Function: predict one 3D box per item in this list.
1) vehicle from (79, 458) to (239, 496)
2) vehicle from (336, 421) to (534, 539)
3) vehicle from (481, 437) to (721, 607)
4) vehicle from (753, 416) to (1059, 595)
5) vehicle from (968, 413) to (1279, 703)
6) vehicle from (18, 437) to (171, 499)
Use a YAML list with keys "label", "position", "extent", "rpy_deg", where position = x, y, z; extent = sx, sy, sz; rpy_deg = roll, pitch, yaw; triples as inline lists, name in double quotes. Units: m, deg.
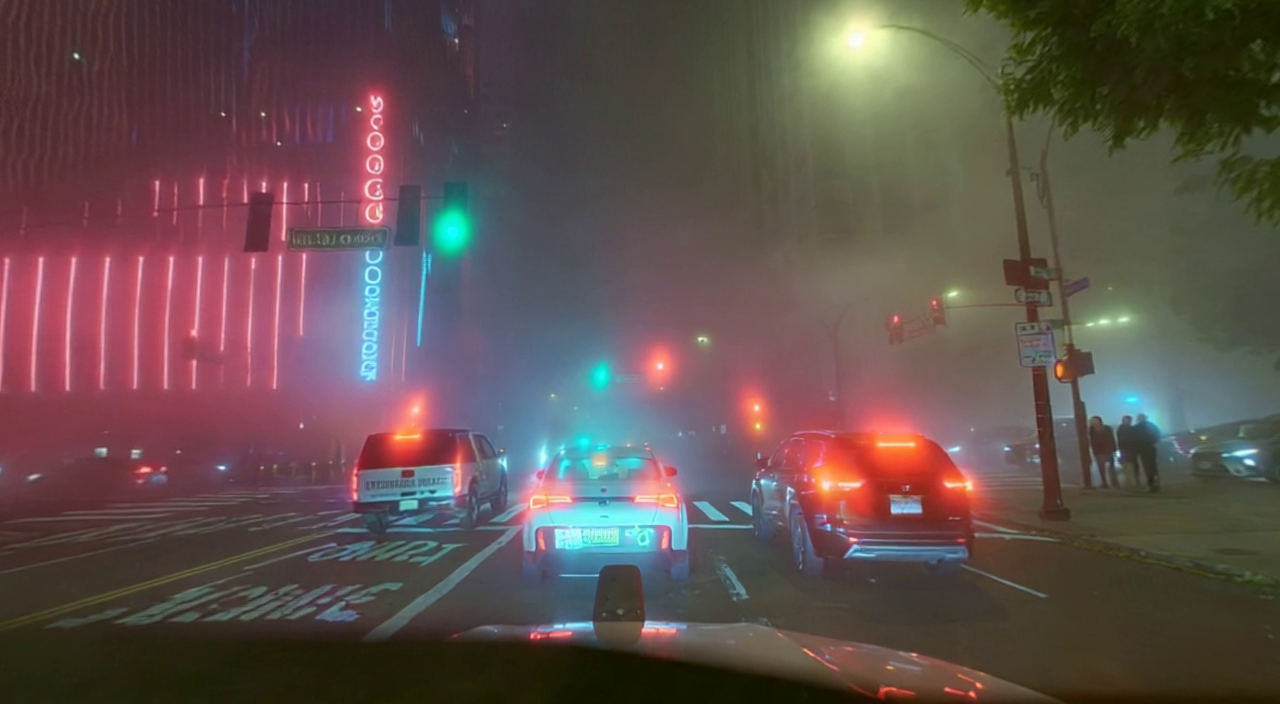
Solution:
- label: "vehicle"
  position: [-20.200, 5.255, 26.713]
  extent: [5.153, 1.449, 1.966]
  rpy_deg: [0, -8, 0]
- label: "vehicle"
  position: [-3.690, 2.416, 12.699]
  extent: [2.190, 1.840, 5.272]
  rpy_deg: [0, -8, 0]
- label: "vehicle"
  position: [-0.363, 1.791, 7.641]
  extent: [2.092, 1.454, 4.132]
  rpy_deg: [0, -8, -1]
- label: "vehicle"
  position: [3.036, 1.853, 8.622]
  extent: [2.072, 1.735, 4.759]
  rpy_deg: [0, -8, 0]
- label: "vehicle"
  position: [2.743, 0.809, 1.114]
  extent: [1.902, 1.454, 4.540]
  rpy_deg: [0, -8, 0]
- label: "vehicle"
  position: [-30.871, 6.529, 35.940]
  extent: [5.896, 3.276, 2.809]
  rpy_deg: [1, -8, 1]
